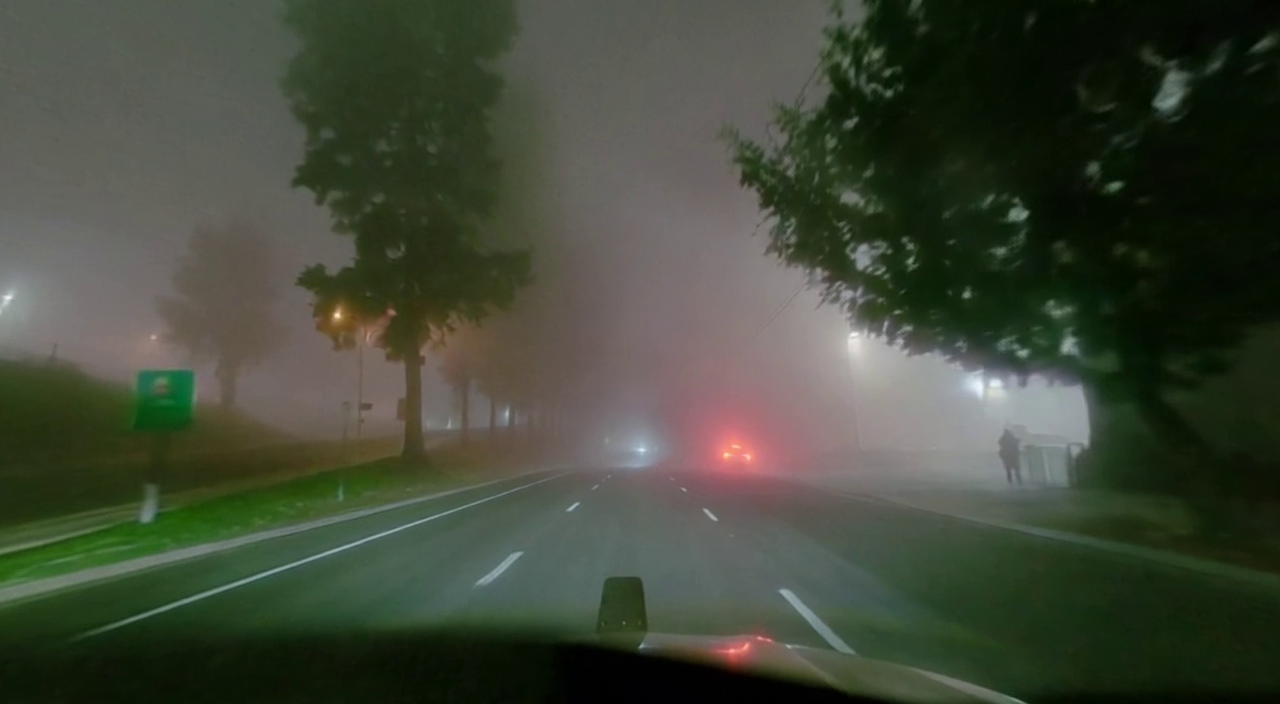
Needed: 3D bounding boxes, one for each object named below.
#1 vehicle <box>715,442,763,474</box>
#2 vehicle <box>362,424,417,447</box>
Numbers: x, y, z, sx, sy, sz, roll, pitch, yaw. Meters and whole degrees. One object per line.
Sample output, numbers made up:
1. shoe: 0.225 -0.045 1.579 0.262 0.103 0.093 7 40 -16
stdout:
1. vehicle: 6.003 6.483 38.863 2.177 1.788 5.106 0 -8 1
2. vehicle: -16.958 5.733 42.957 1.960 1.436 4.584 0 -8 -1
